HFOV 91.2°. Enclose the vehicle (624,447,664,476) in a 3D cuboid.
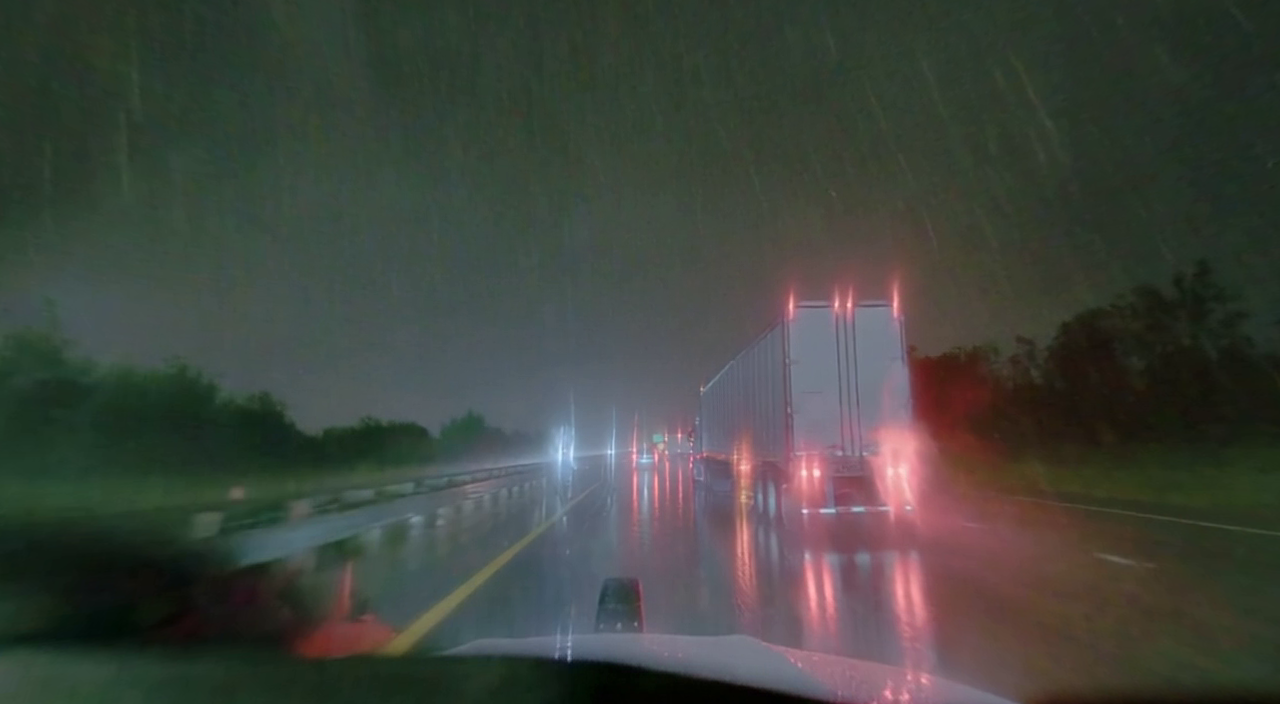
[{"bbox_3d":[0.197,5.934,34.253,2.083,1.473,3.923,0,-9,0],"label":"vehicle"}]
